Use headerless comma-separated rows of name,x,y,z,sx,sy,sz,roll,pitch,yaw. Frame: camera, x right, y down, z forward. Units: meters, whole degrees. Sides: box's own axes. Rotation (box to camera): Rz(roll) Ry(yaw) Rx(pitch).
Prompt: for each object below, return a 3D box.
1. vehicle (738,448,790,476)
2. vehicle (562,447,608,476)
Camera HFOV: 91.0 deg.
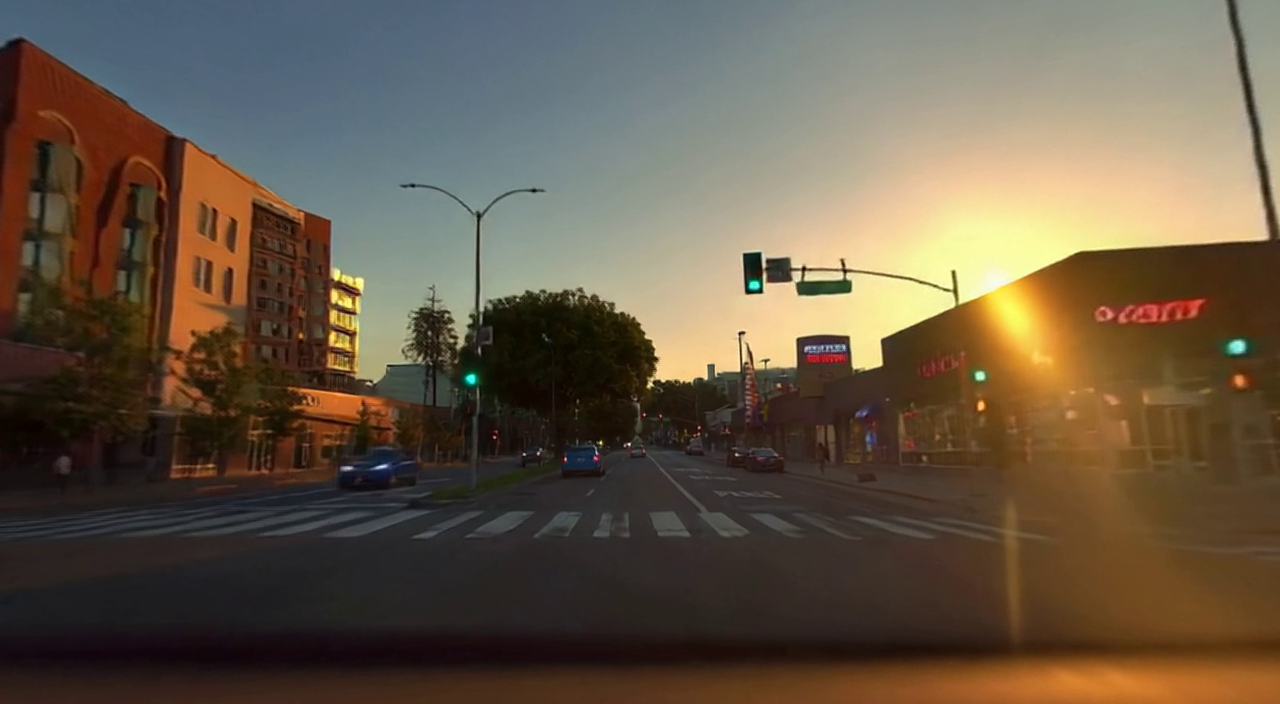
vehicle,7.240,6.455,37.248,1.968,1.493,4.878,0,-9,-1
vehicle,-2.907,5.868,34.091,2.078,1.471,4.217,0,-9,0
